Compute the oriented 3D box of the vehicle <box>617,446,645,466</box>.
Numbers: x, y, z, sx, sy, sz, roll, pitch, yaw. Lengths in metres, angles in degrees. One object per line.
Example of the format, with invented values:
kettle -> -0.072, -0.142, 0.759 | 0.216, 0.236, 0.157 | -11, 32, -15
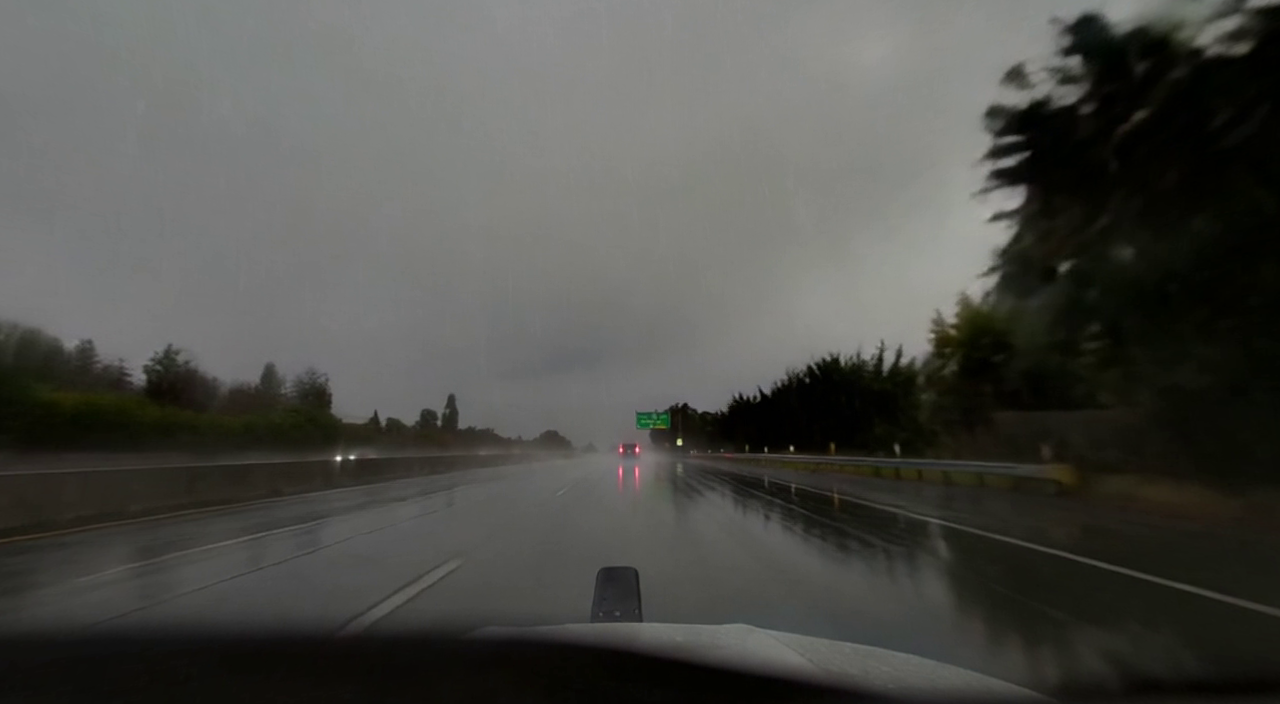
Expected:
vehicle -> -0.737, 8.075, 49.243 | 2.080, 1.468, 3.884 | 0, -9, -1
